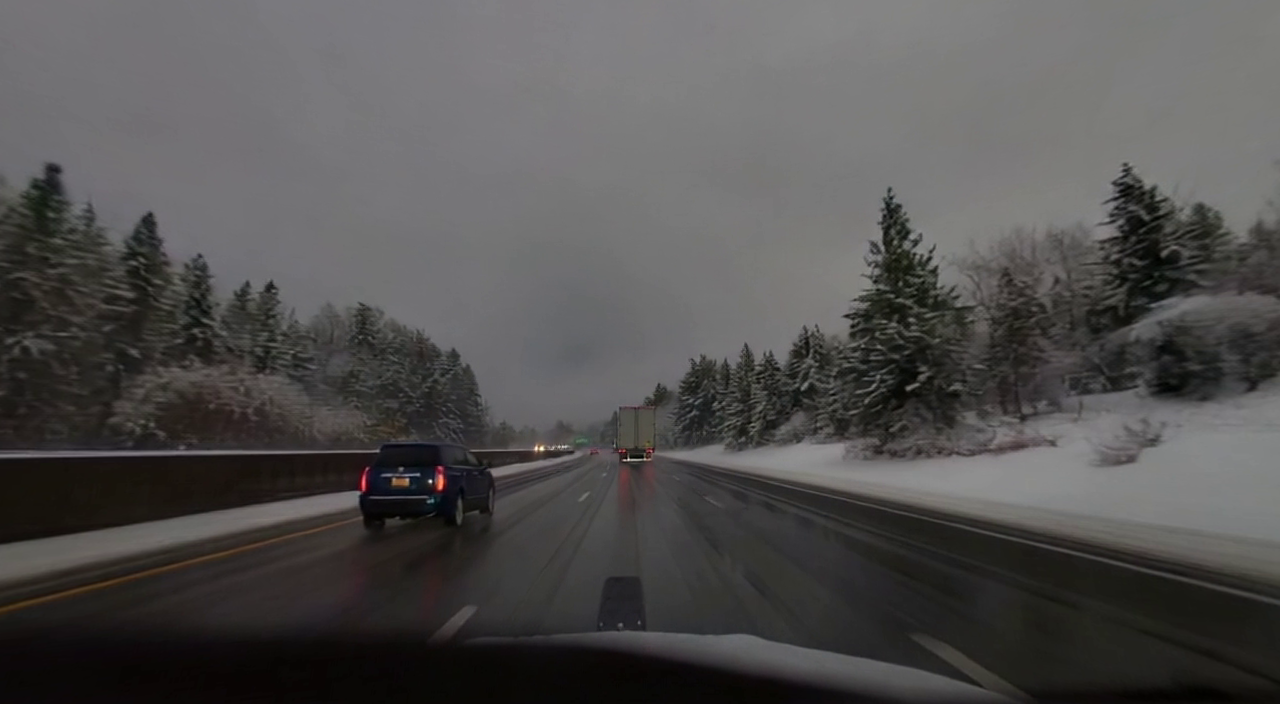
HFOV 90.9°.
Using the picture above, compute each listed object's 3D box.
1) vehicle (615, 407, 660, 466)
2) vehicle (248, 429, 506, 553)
[{"bbox_3d":[-0.357,6.479,47.520,2.962,3.953,10.696,0,-9,-2],"label":"vehicle"},{"bbox_3d":[-3.734,2.072,10.143,2.080,1.488,4.781,0,-9,0],"label":"vehicle"}]
